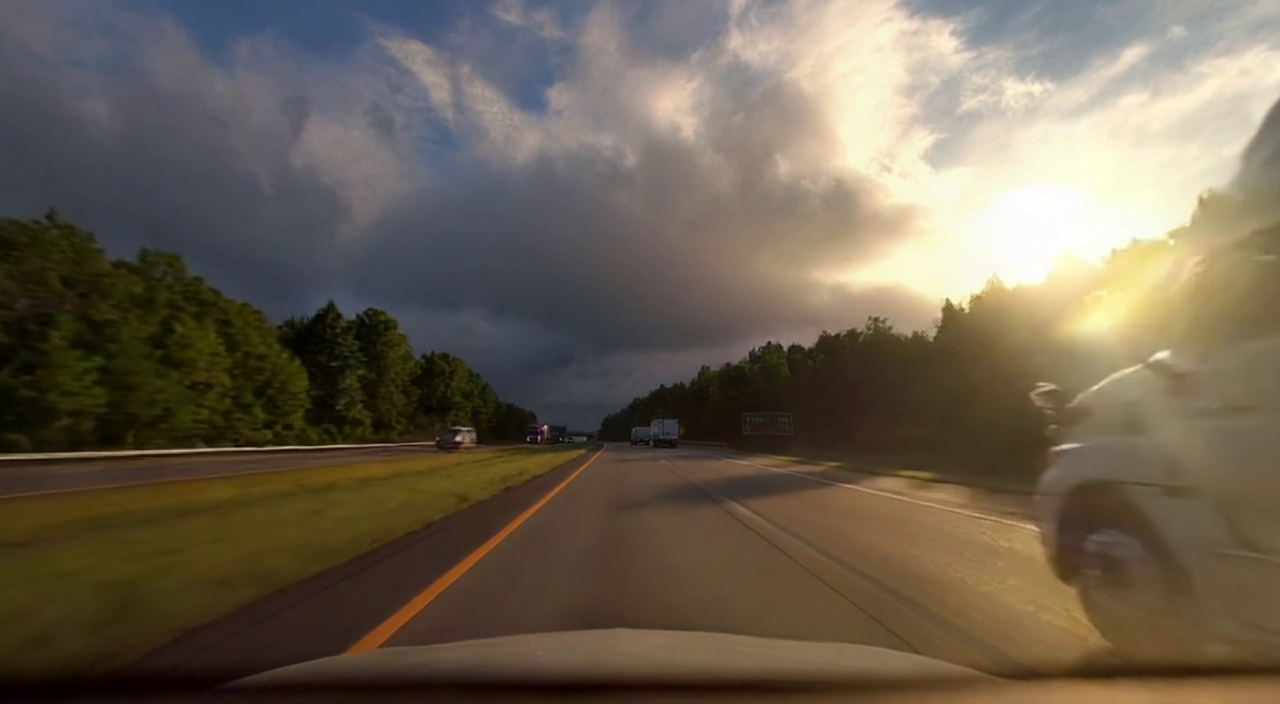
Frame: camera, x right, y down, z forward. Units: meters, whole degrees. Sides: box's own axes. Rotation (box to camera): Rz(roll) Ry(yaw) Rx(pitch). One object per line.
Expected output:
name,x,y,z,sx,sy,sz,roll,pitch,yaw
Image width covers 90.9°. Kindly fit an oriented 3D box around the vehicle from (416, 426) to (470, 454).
vehicle,-12.762,5.733,41.249,2.066,1.711,4.835,0,-8,-1
